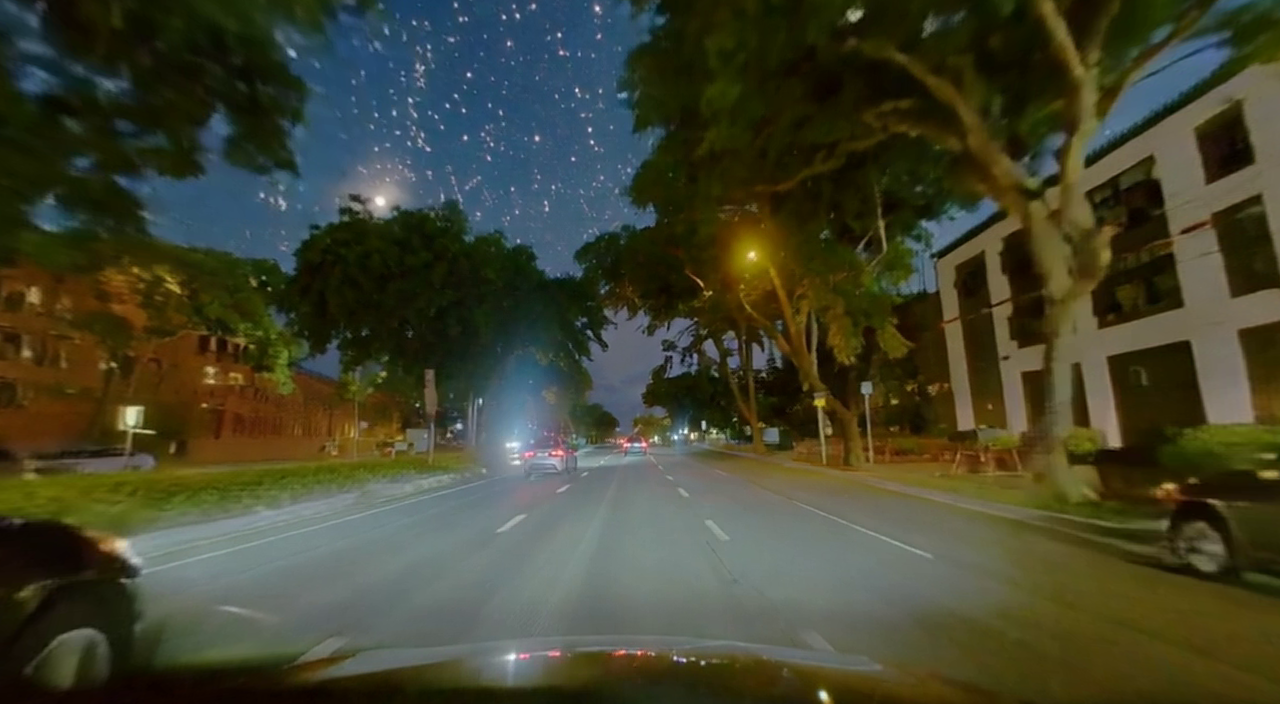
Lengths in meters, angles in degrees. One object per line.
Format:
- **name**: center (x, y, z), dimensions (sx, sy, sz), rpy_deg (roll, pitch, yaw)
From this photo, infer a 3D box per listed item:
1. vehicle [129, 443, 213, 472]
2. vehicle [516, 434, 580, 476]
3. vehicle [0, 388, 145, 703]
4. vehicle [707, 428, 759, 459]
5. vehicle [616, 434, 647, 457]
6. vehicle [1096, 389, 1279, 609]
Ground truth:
- **vehicle**: center (-34.174, 7.689, 46.105), dimensions (4.285, 1.860, 2.302), rpy_deg (-3, -9, 0)
- **vehicle**: center (-3.599, 4.123, 25.484), dimensions (1.934, 1.522, 4.287), rpy_deg (0, -8, 0)
- **vehicle**: center (-3.590, 0.687, 1.021), dimensions (1.995, 1.524, 4.438), rpy_deg (0, -8, -1)
- **vehicle**: center (5.958, 6.005, 41.347), dimensions (2.390, 1.816, 6.050), rpy_deg (0, -8, -1)
- **vehicle**: center (-0.551, 6.395, 43.267), dimensions (1.999, 1.520, 3.896), rpy_deg (0, -8, 0)
- **vehicle**: center (6.391, 1.091, 4.380), dimensions (2.206, 1.803, 5.753), rpy_deg (0, -8, 1)
